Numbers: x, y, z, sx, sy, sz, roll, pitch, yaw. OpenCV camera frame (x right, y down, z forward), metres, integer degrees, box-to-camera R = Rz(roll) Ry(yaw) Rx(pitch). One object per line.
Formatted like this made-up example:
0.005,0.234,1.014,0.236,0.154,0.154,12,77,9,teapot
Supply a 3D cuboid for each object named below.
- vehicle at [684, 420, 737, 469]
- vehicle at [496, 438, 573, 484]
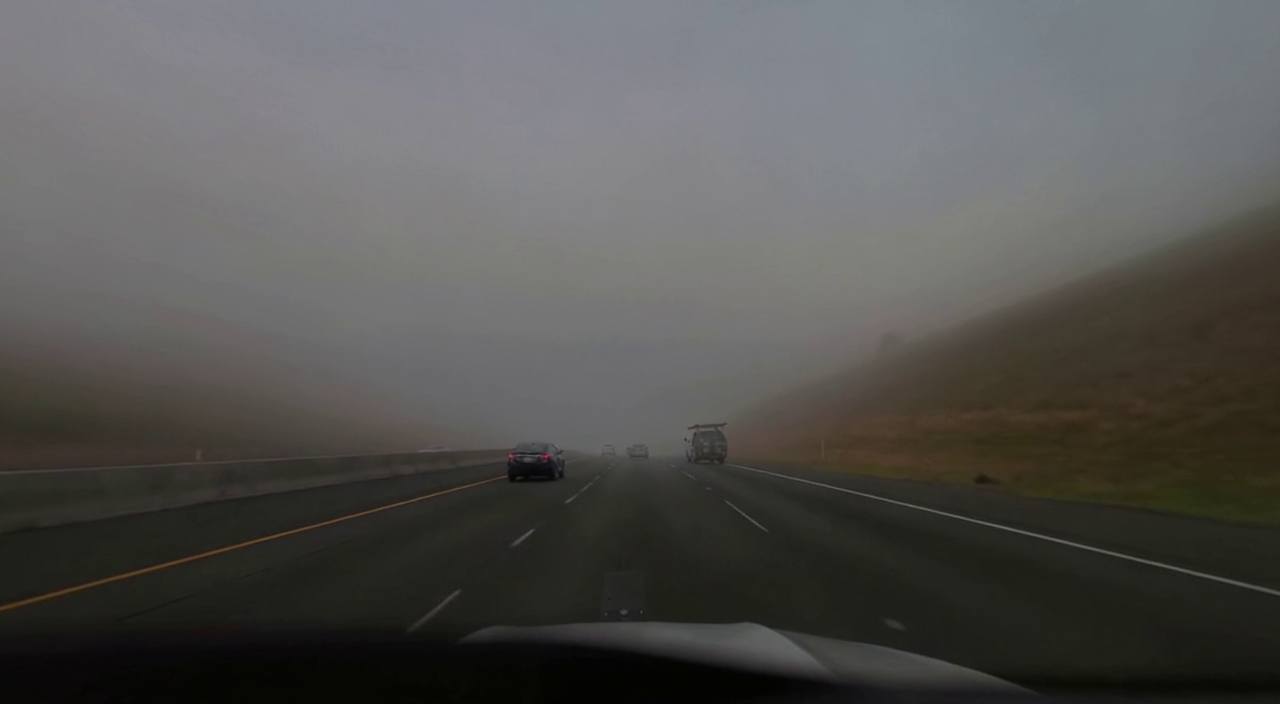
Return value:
4.000,5.449,37.036,2.361,2.636,5.684,0,-9,-1,vehicle
-3.796,4.007,23.425,2.054,1.529,4.368,0,-9,1,vehicle
